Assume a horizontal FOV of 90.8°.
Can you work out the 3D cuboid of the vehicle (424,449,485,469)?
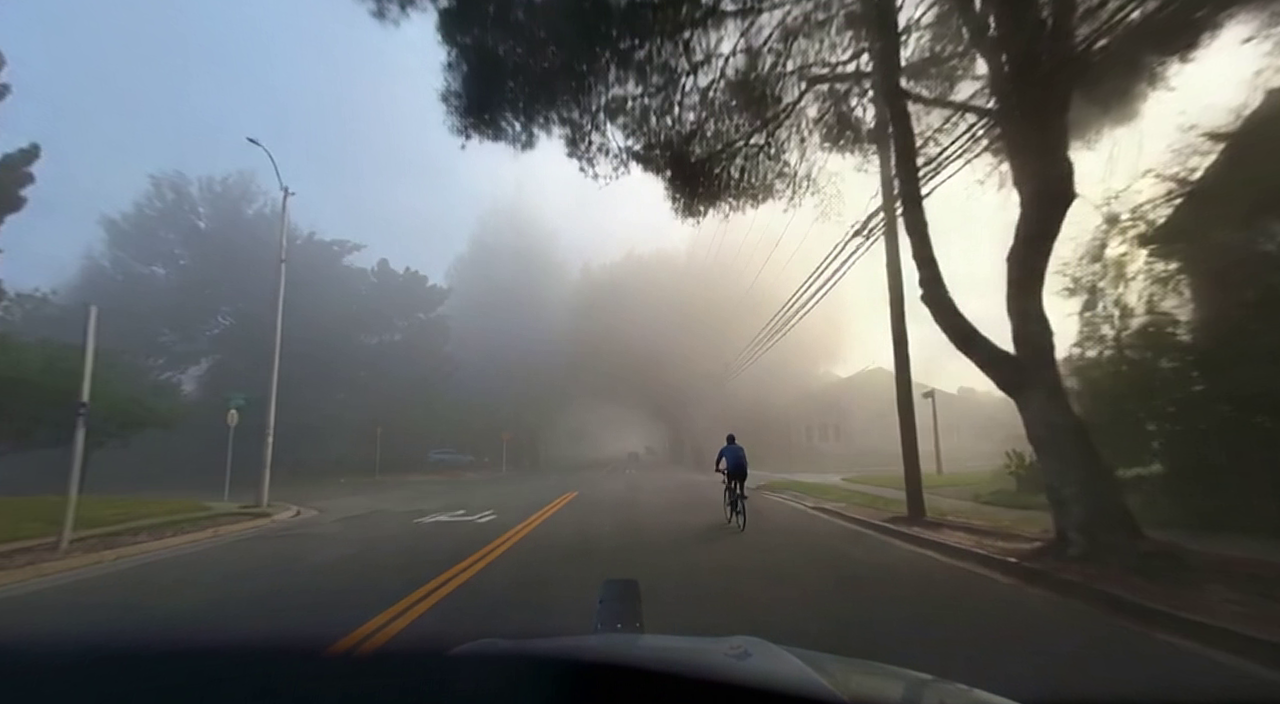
[{"bbox_3d":[-14.334,8.279,48.933,4.143,1.480,1.755,0,-9,-2],"label":"vehicle"}]
